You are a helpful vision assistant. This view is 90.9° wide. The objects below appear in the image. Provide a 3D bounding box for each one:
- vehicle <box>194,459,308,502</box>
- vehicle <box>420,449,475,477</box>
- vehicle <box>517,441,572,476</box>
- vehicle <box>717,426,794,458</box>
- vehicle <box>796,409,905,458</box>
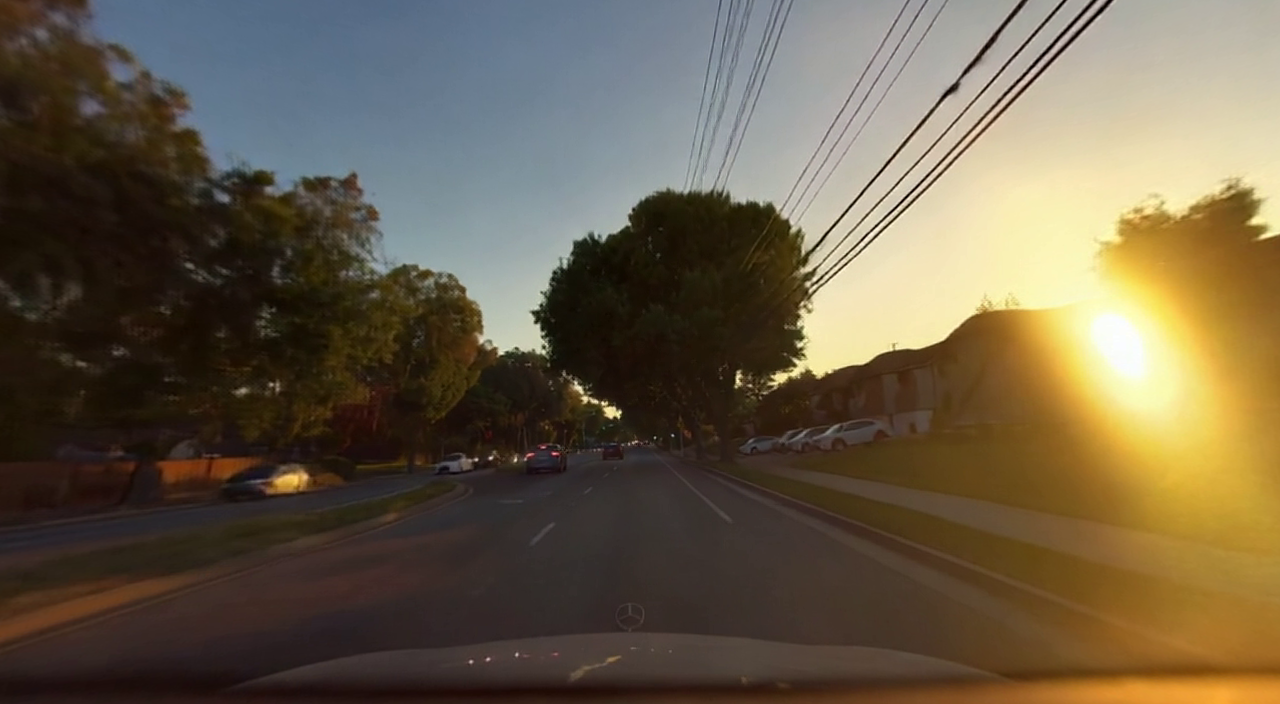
[{"bbox_3d":[-15.980,5.261,26.217,1.890,1.490,4.494,-1,-8,0],"label":"vehicle"},{"bbox_3d":[-11.203,6.448,36.933,2.048,1.481,4.543,0,-8,-4],"label":"vehicle"},{"bbox_3d":[-4.369,4.953,29.504,2.084,1.466,4.522,0,-8,-3],"label":"vehicle"},{"bbox_3d":[8.238,6.467,45.261,4.840,1.583,2.324,-8,-9,-3],"label":"vehicle"},{"bbox_3d":[10.786,4.249,32.601,4.610,1.853,2.265,-7,-9,-3],"label":"vehicle"}]
